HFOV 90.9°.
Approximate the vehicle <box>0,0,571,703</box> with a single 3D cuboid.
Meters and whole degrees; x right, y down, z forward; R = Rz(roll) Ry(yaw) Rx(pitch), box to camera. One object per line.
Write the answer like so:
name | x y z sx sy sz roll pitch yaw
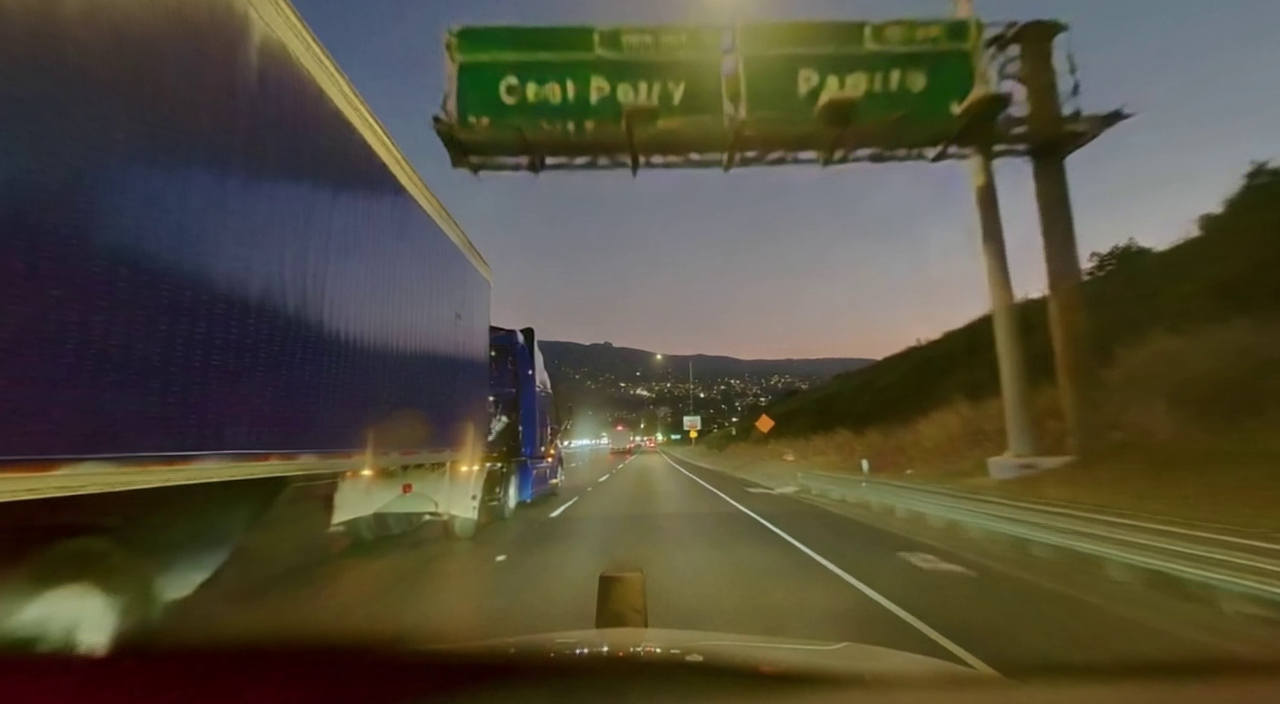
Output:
vehicle | -3.253 0.163 6.427 3.202 4.352 16.251 0 -8 0
